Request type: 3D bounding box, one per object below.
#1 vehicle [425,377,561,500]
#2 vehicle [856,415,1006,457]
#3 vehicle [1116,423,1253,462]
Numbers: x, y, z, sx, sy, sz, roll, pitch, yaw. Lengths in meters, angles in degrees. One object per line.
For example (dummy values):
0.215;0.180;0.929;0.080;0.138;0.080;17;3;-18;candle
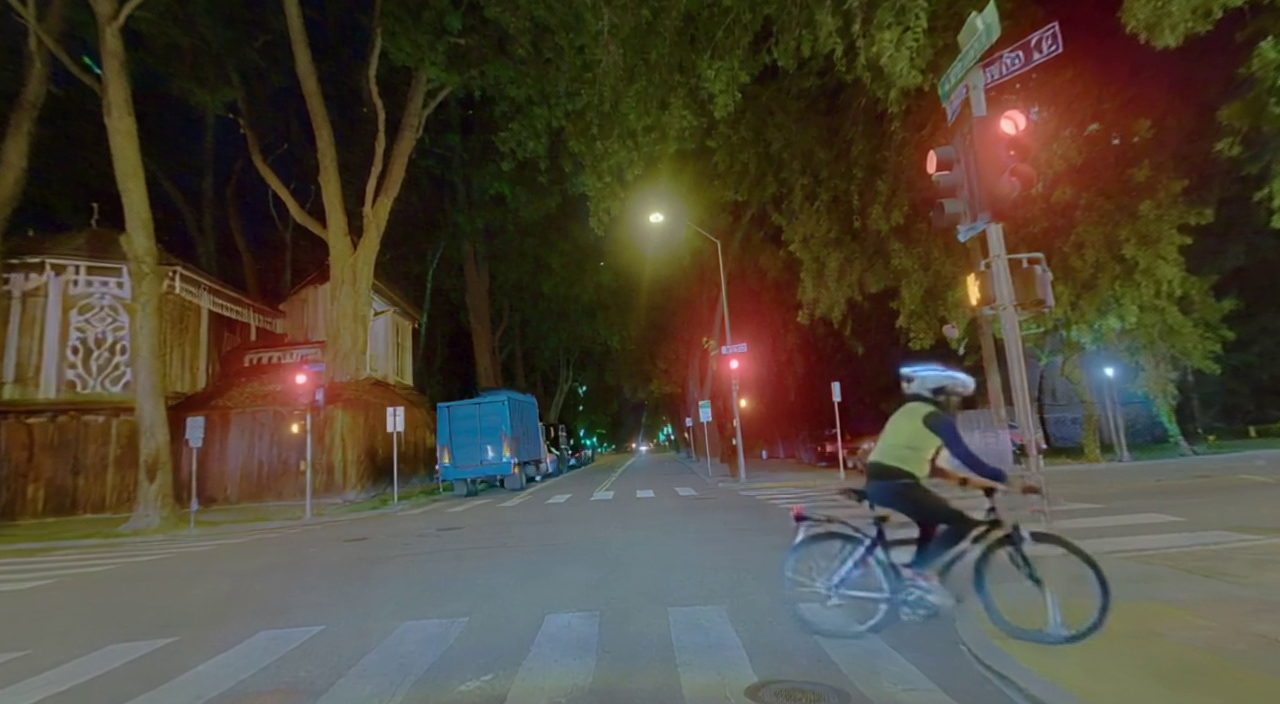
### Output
-5.820;3.743;27.156;3.113;4.041;10.284;-4;-8;1;vehicle
10.684;3.134;23.424;4.643;1.456;1.820;-1;-8;5;vehicle
24.955;4.158;29.019;4.268;1.695;2.053;0;-8;3;vehicle
